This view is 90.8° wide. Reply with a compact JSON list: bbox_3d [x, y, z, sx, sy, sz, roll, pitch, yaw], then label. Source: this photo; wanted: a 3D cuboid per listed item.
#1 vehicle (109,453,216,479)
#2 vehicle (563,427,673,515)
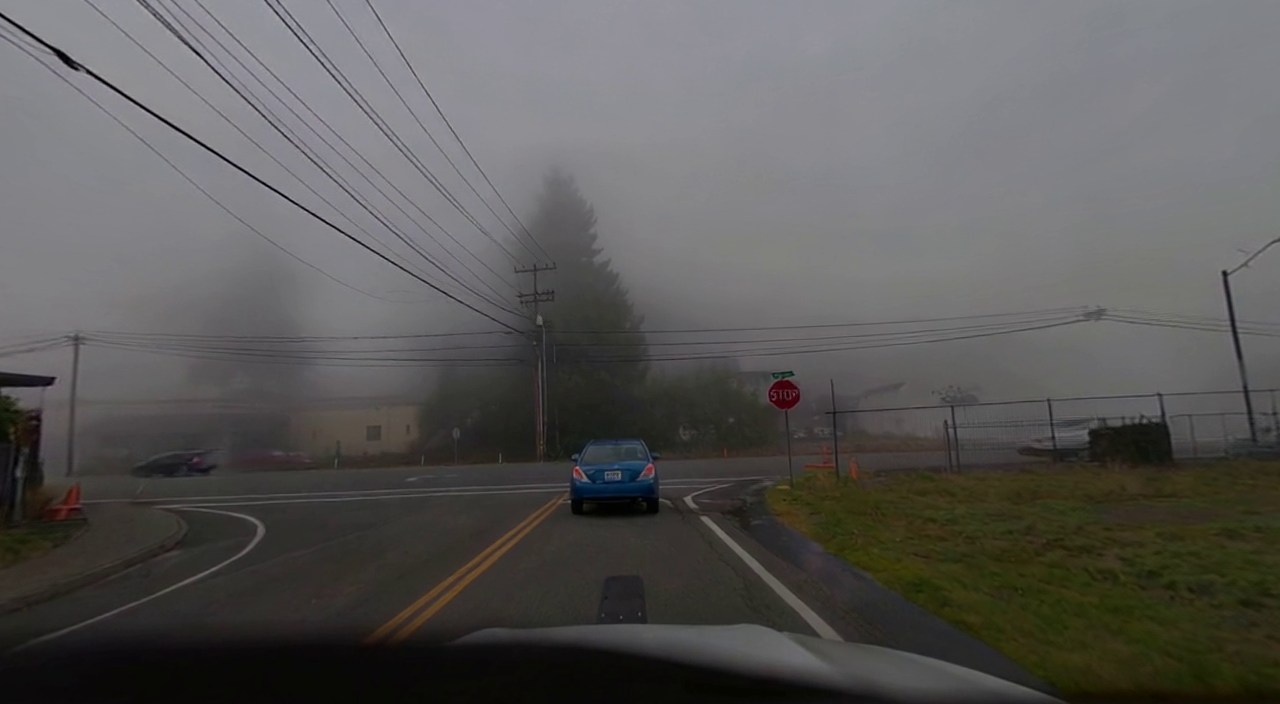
[{"bbox_3d":[-29.104,6.973,38.633,4.840,1.478,1.794,1,-9,-8],"label":"vehicle"},{"bbox_3d":[-0.548,2.627,14.444,2.137,1.698,4.166,0,-8,-4],"label":"vehicle"}]
